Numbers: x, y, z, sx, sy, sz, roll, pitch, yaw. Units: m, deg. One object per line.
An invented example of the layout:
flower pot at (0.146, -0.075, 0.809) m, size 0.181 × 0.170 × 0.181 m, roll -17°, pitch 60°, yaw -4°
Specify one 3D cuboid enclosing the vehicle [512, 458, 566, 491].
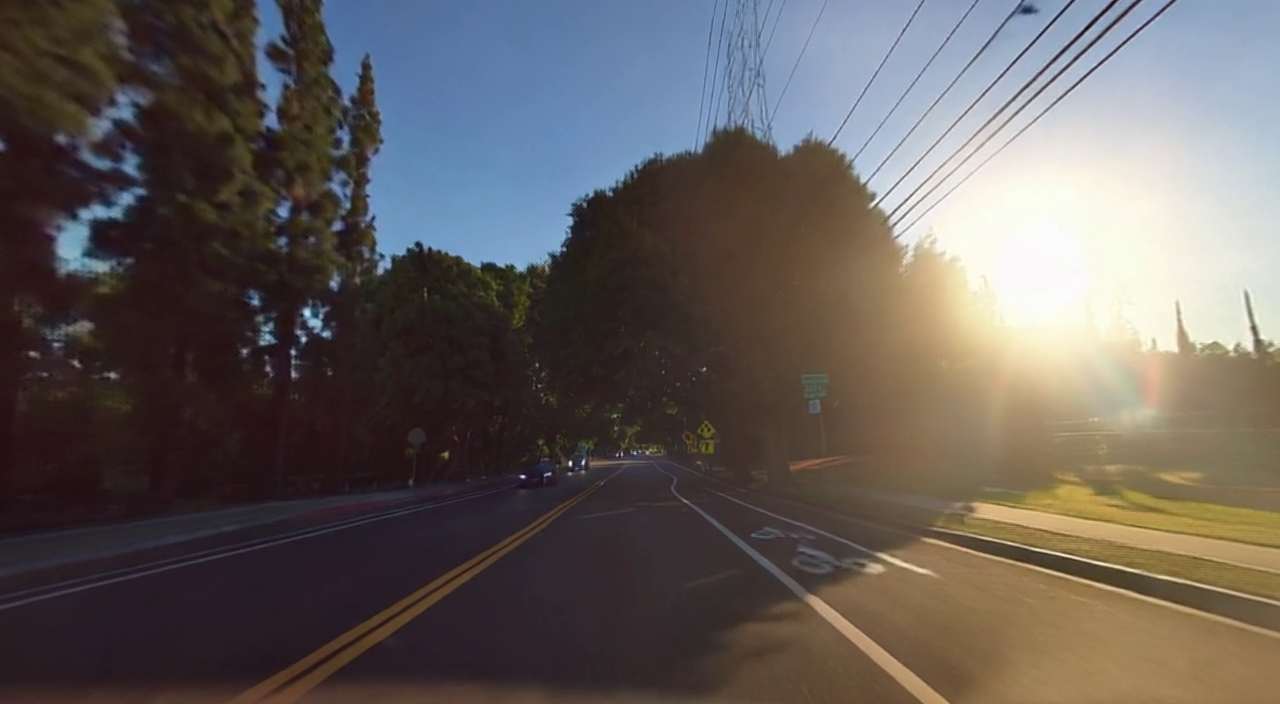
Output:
vehicle at (-4.850, 5.939, 30.839) m, size 1.966 × 1.468 × 4.207 m, roll 0°, pitch -10°, yaw 0°
